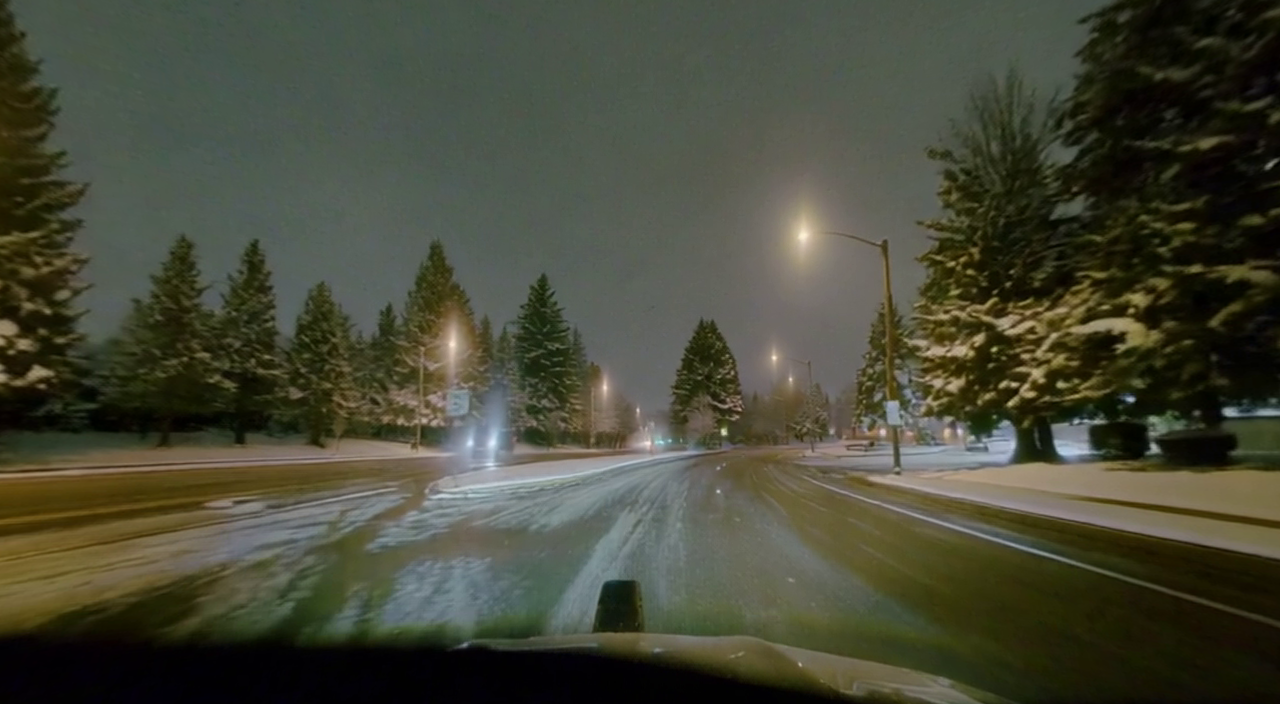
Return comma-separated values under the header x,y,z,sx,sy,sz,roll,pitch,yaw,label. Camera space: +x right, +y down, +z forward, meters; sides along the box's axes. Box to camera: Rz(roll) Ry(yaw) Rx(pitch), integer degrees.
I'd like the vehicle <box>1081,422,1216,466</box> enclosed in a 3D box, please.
x,y,z,sx,sy,sz,roll,pitch,yaw,label
27.753,4.956,34.568,2.271,2.010,5.139,-1,-5,-29,vehicle

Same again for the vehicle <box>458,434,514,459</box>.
x,y,z,sx,sy,sz,roll,pitch,yaw,label
-10.711,6.629,44.093,1.995,1.658,4.542,-2,-9,11,vehicle
